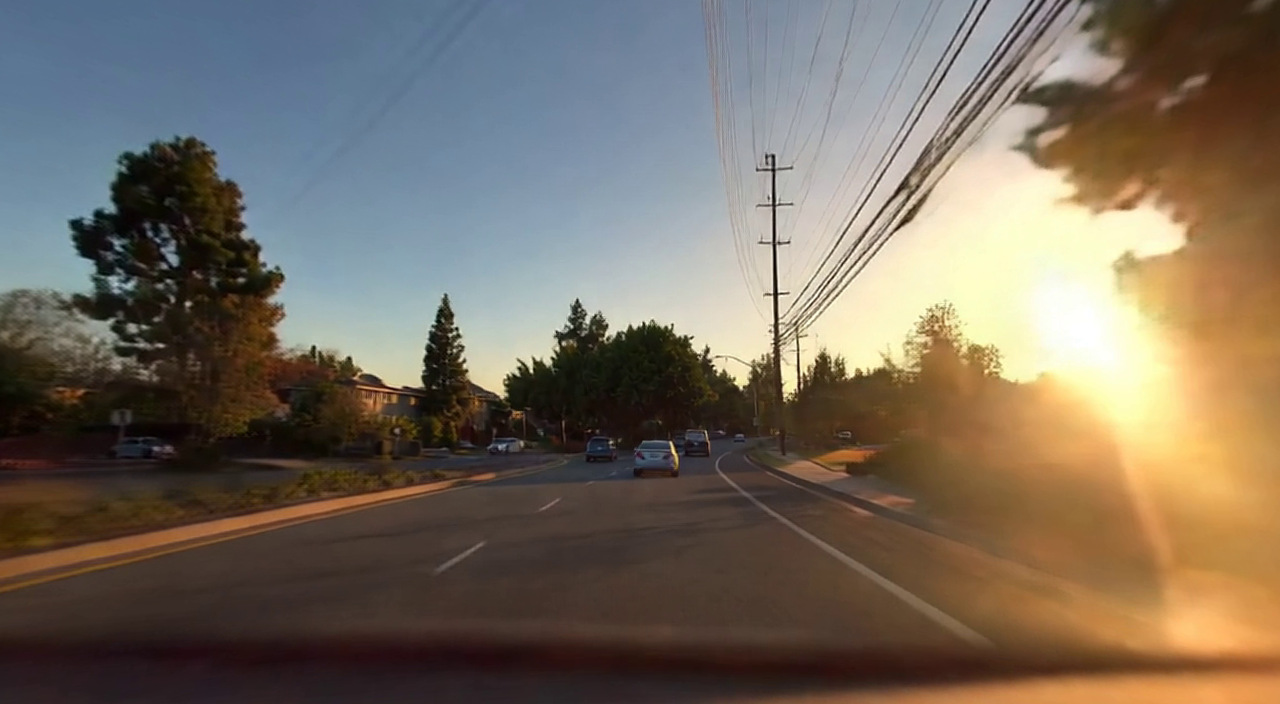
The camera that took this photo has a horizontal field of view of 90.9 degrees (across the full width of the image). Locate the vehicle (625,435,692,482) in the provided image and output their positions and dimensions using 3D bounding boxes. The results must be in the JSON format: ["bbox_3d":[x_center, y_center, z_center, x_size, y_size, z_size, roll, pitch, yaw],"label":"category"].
[{"bbox_3d":[0.726,3.680,22.020,2.117,1.474,4.036,-1,-9,4],"label":"vehicle"}]

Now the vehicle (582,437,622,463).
[{"bbox_3d":[-2.260,5.985,38.593,1.983,1.485,4.159,-1,-9,4],"label":"vehicle"}]
